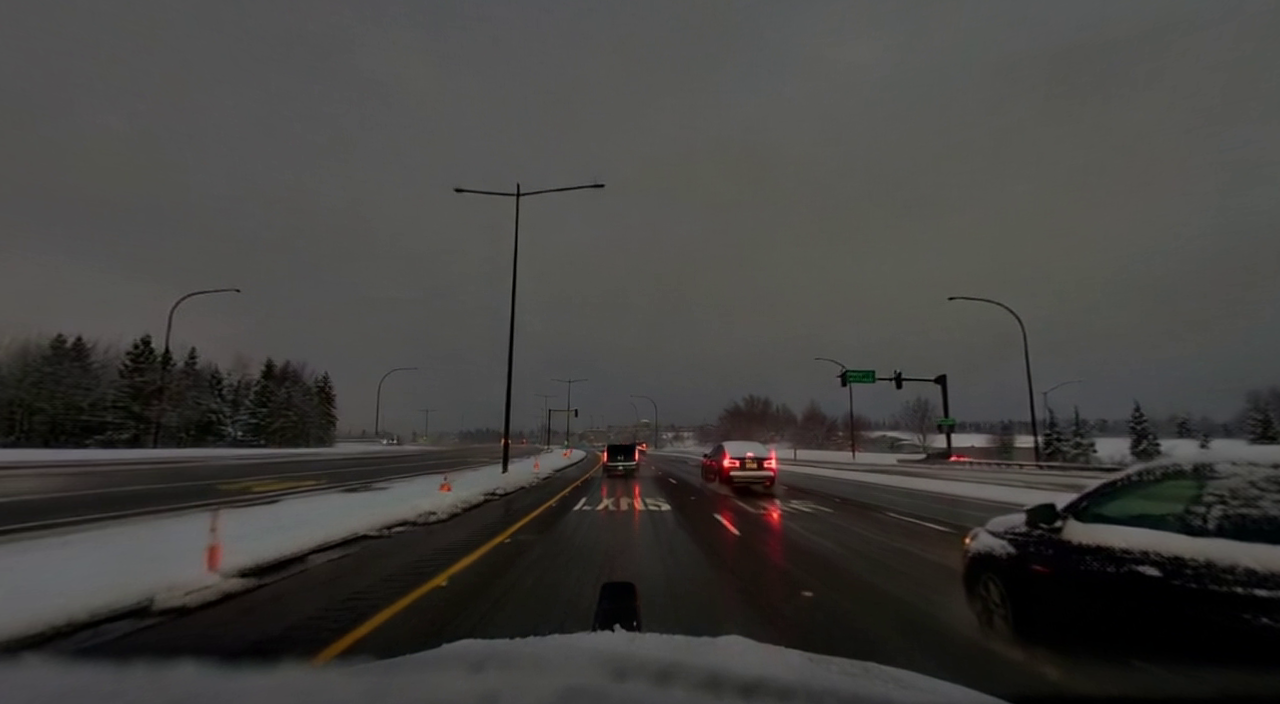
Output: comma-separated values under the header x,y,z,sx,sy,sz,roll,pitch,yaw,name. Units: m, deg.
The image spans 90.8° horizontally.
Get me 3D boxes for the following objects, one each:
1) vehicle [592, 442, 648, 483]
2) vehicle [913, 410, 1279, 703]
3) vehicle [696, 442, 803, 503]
x,y,z,sx,sy,sz,roll,pitch,yaw,name
-0.773,4.399,25.426,2.069,1.470,4.004,0,-9,-1,vehicle
3.233,1.041,2.906,1.996,1.455,4.281,0,-9,-1,vehicle
2.831,3.232,17.449,2.042,1.460,4.451,0,-9,-2,vehicle
